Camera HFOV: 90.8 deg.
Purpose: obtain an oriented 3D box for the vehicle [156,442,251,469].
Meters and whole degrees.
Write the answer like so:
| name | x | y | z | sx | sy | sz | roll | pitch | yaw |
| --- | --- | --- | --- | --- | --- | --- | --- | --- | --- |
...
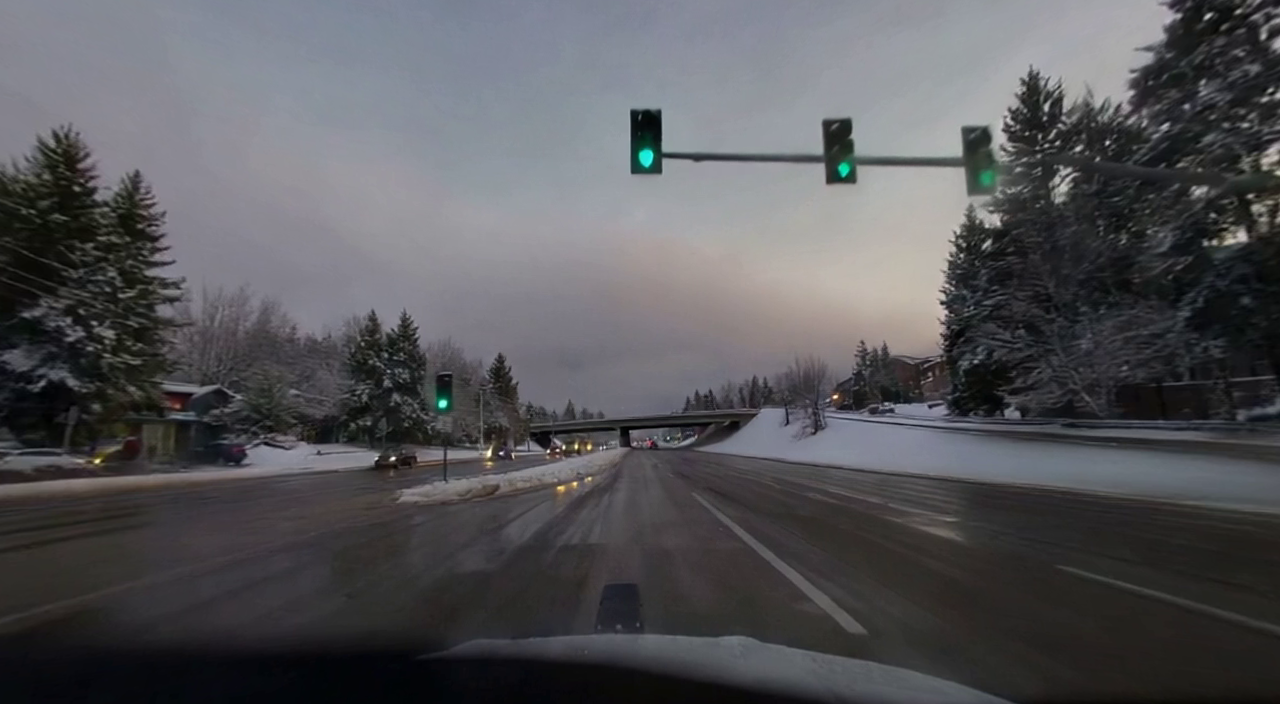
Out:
| name | x | y | z | sx | sy | sz | roll | pitch | yaw |
| --- | --- | --- | --- | --- | --- | --- | --- | --- | --- |
| vehicle | -30.650 | 7.290 | 44.518 | 1.915 | 1.768 | 5.060 | -5 | -10 | 30 |

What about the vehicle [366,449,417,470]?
| name | x | y | z | sx | sy | sz | roll | pitch | yaw |
| --- | --- | --- | --- | --- | --- | --- | --- | --- | --- |
| vehicle | -19.050 | 8.232 | 48.661 | 2.001 | 1.468 | 4.746 | 0 | -9 | 0 |
